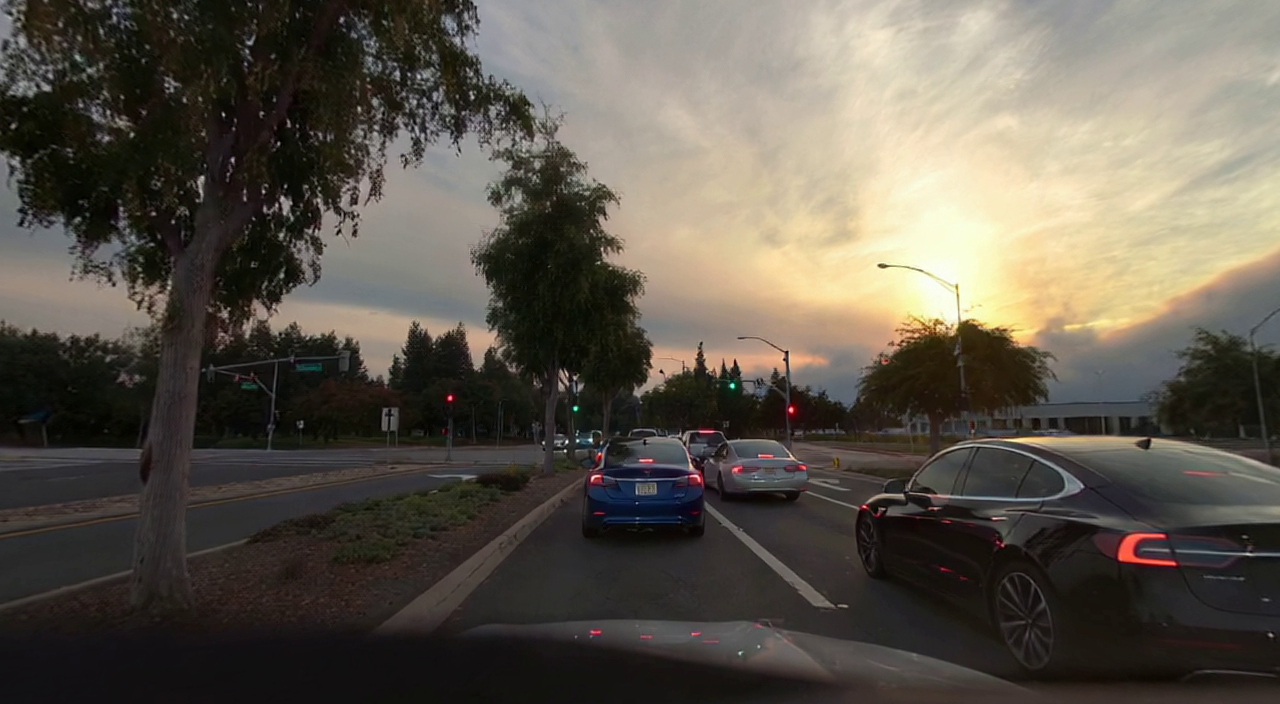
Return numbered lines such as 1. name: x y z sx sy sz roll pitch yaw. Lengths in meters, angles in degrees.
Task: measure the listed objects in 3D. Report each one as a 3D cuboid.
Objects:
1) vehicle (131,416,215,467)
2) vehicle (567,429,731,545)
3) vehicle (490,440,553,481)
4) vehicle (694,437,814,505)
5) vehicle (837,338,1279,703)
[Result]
1. vehicle: -29.260 5.617 39.706 2.608 2.990 3.026 2 -8 3
2. vehicle: 0.029 2.087 10.481 2.147 1.499 4.240 0 -8 -2
3. vehicle: -4.633 4.290 25.273 1.972 1.457 4.171 0 -8 -4
4. vehicle: 2.698 2.932 16.037 2.058 1.466 4.208 0 -8 -3
5. vehicle: 3.191 1.106 4.295 2.167 1.676 4.443 0 -8 -1
